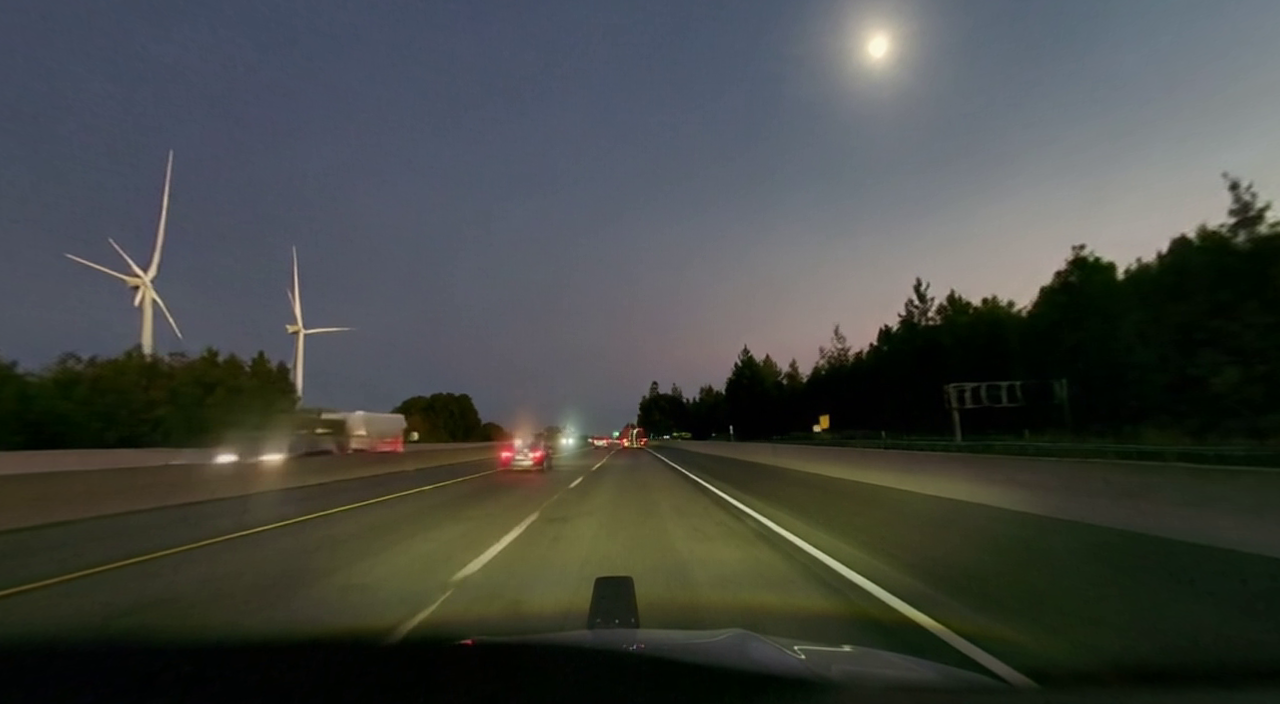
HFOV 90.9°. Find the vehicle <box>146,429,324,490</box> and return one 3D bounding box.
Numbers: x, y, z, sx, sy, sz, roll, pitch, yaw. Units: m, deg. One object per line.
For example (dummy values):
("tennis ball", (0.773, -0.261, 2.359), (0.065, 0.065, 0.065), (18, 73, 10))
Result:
("vehicle", (-12.703, 3.379, 20.267), (2.755, 1.635, 4.555), (-2, -8, -1))

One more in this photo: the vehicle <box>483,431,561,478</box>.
("vehicle", (-4.044, 3.569, 22.262), (1.950, 1.511, 3.965), (0, -8, 0))

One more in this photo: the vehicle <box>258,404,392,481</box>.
("vehicle", (-12.882, 3.747, 26.326), (2.586, 2.603, 5.878), (-5, -8, 0))
